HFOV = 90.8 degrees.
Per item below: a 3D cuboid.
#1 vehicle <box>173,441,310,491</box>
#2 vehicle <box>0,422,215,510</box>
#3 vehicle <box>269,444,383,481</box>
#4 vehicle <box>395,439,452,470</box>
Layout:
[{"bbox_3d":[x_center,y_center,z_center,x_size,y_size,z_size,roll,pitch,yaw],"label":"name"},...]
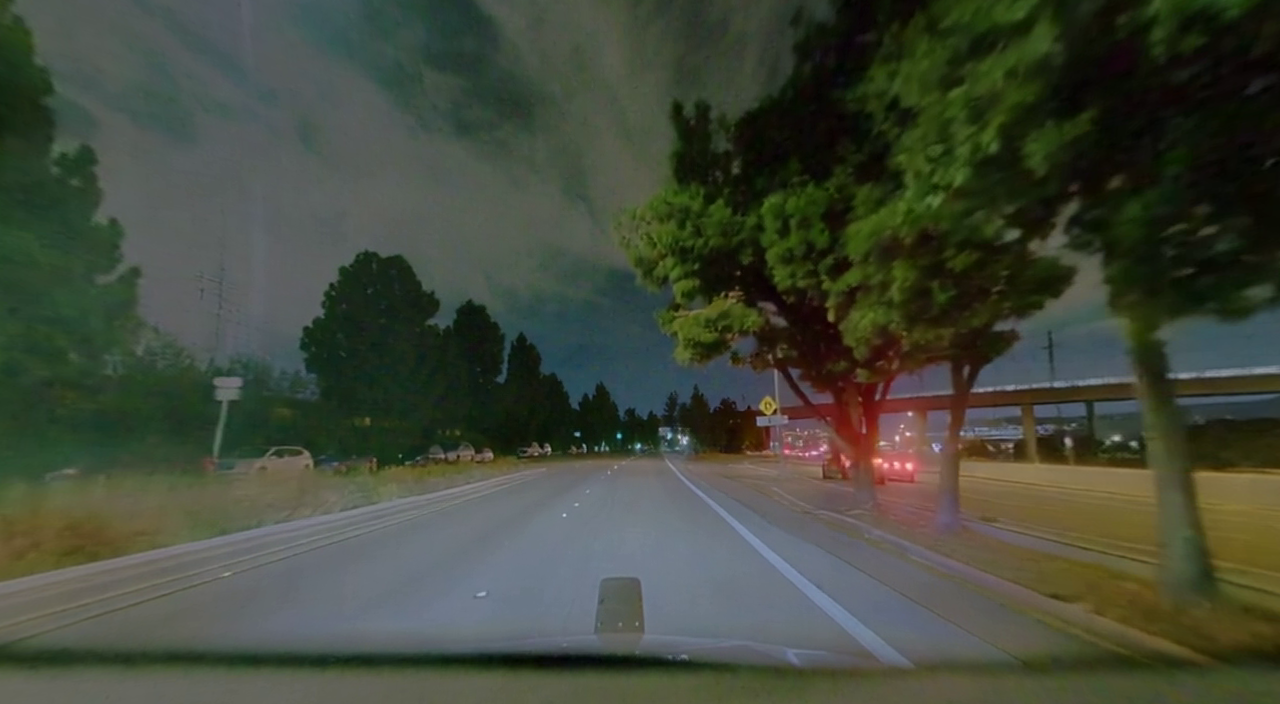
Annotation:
[{"bbox_3d":[-13.989,4.027,22.521,1.908,1.559,4.301,0,-9,2],"label":"vehicle"},{"bbox_3d":[-14.360,2.993,16.860,2.074,1.910,5.314,2,-10,2],"label":"vehicle"},{"bbox_3d":[-13.885,4.890,28.389,2.155,1.477,5.369,-1,-8,3],"label":"vehicle"},{"bbox_3d":[-13.372,6.360,39.337,1.903,1.703,4.346,2,-9,1],"label":"vehicle"}]
